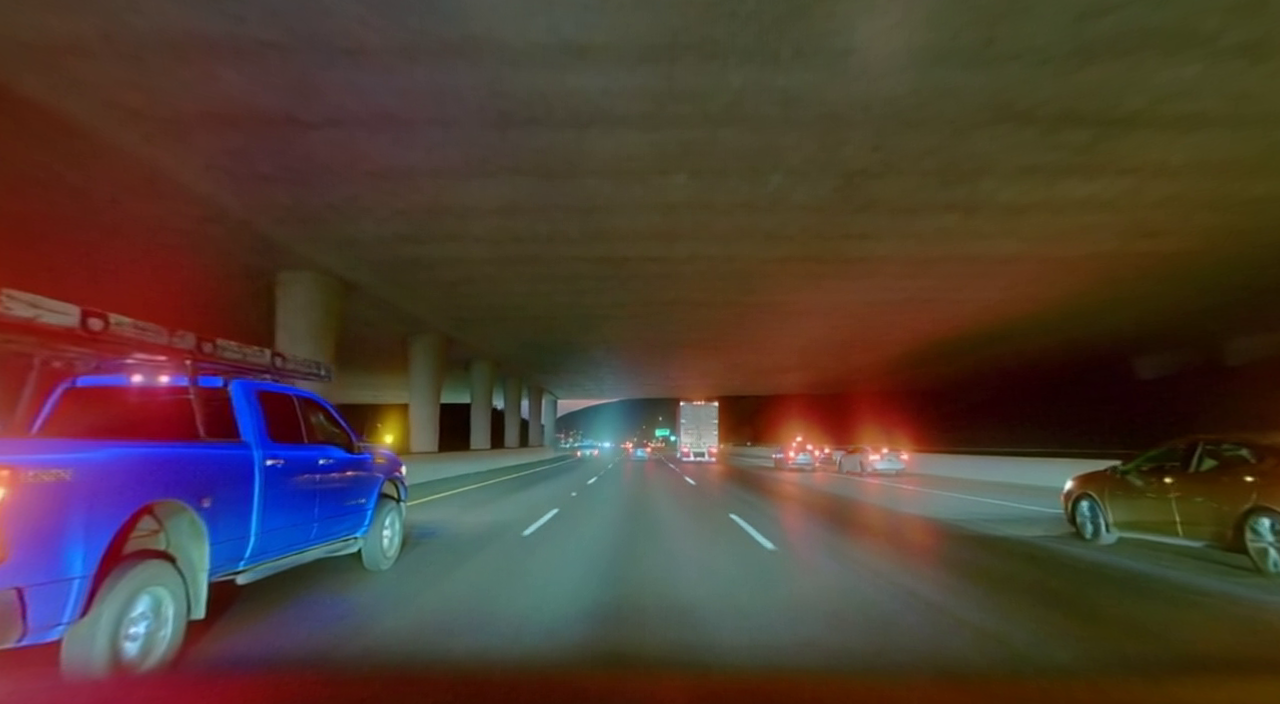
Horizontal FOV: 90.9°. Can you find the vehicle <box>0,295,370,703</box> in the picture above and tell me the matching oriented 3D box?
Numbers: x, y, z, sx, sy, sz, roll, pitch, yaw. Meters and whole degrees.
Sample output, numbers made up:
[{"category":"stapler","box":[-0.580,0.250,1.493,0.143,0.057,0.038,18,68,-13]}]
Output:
[{"category":"vehicle","box":[-4.361,0.888,3.819,2.599,2.054,6.288,0,-9,1]}]

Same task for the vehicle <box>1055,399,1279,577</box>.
[{"category":"vehicle","box":[7.174,1.440,6.965,1.999,1.700,4.640,0,-8,0]}]

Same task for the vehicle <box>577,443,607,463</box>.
[{"category":"vehicle","box":[-3.660,7.801,48.878,2.077,1.446,4.106,0,-9,0]}]

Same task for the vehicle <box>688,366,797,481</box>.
[{"category":"vehicle","box":[4.095,3.461,28.701,2.885,4.036,12.891,0,-8,1]}]

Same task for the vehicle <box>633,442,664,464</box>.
[{"category":"vehicle","box":[0.616,7.241,45.358,2.092,1.446,4.092,0,-8,0]}]
